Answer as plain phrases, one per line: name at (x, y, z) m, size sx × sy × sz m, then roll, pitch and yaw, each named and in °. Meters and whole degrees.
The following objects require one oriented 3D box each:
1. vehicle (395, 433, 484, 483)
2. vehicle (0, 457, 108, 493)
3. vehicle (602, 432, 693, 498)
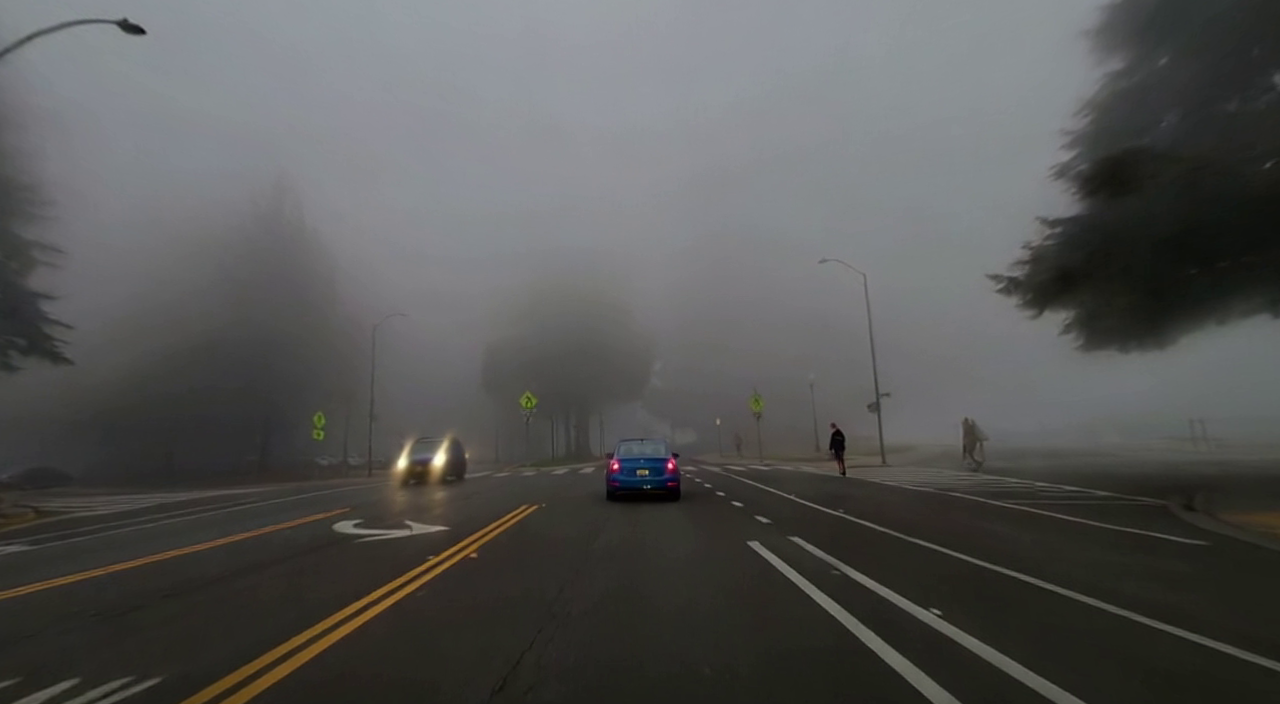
vehicle at (-8.537, 4.548, 27.429) m, size 2.179 × 1.933 × 5.034 m, roll 0°, pitch -8°, yaw 0°
vehicle at (-30.332, 6.241, 32.379) m, size 2.024 × 1.558 × 4.830 m, roll 0°, pitch -8°, yaw -3°
vehicle at (0.133, 3.051, 17.579) m, size 2.221 × 1.570 × 4.398 m, roll 0°, pitch -8°, yaw -1°
